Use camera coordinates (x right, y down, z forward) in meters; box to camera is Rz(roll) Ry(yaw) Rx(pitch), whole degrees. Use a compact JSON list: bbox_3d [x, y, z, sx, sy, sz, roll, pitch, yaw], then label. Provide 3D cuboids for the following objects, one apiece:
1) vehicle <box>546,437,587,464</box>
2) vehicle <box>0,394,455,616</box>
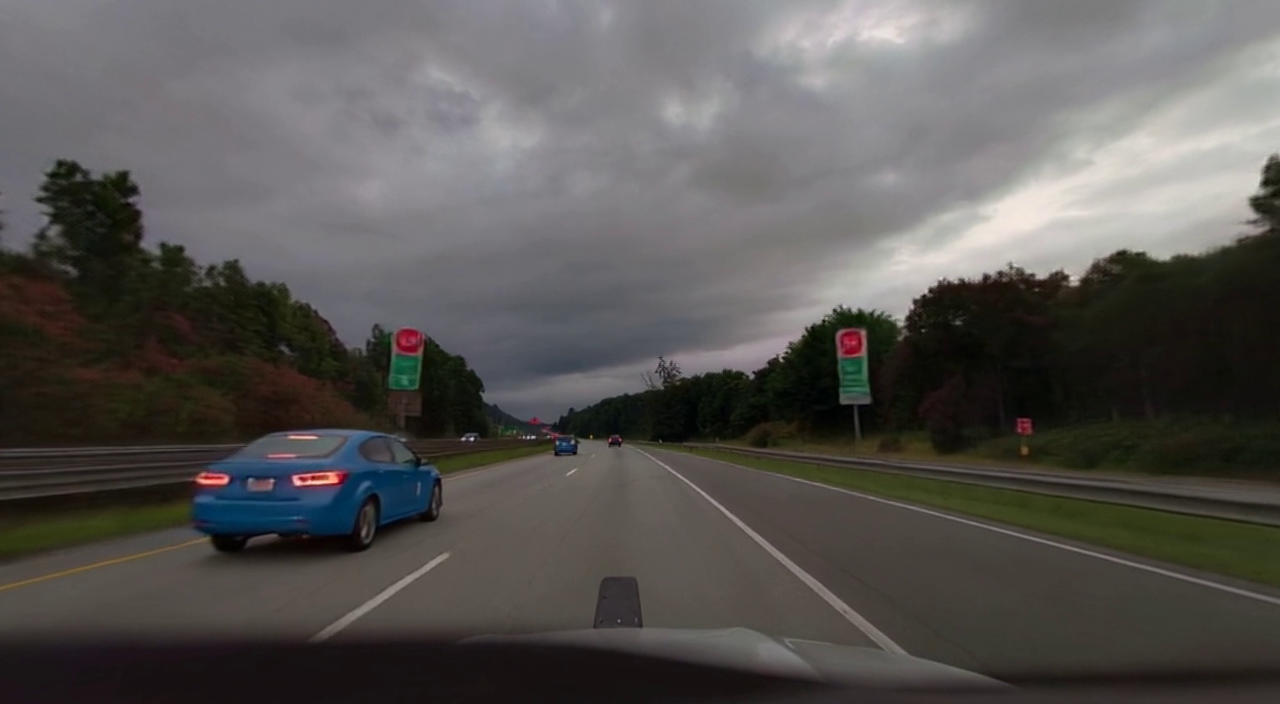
[{"bbox_3d":[-3.997,5.394,34.917,1.874,1.369,3.875,0,-8,-1],"label":"vehicle"},{"bbox_3d":[-3.767,1.429,7.010,2.047,1.612,4.631,0,-8,0],"label":"vehicle"}]
